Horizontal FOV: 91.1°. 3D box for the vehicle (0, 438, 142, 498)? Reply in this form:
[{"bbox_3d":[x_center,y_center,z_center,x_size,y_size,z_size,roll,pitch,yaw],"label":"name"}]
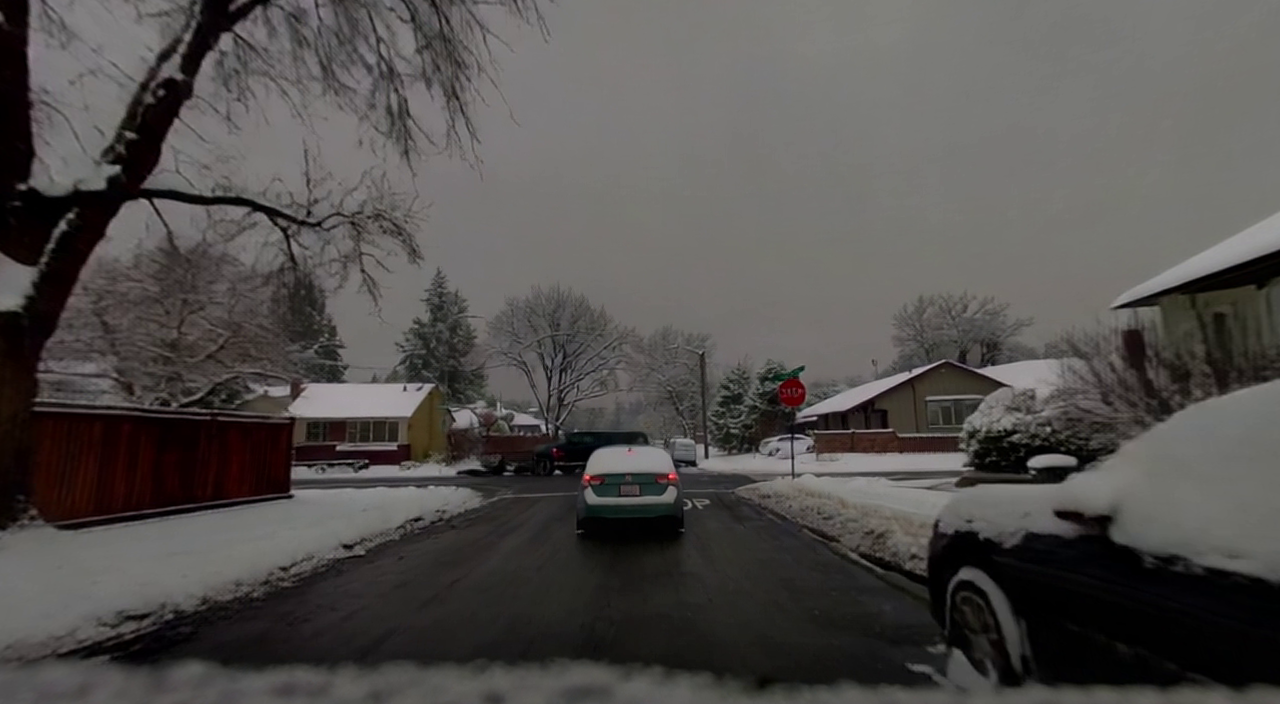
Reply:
[{"bbox_3d":[-20.872,4.102,22.265,4.603,1.858,2.191,-3,-8,2],"label":"vehicle"}]

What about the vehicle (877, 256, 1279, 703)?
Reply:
[{"bbox_3d":[2.582,0.709,1.547,2.179,1.813,4.815,0,-9,1],"label":"vehicle"}]

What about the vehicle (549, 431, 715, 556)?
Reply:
[{"bbox_3d":[-0.100,2.051,9.771,2.010,1.499,4.107,0,-9,0],"label":"vehicle"}]

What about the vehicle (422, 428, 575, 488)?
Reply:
[{"bbox_3d":[-5.656,4.118,24.670,6.308,2.057,2.353,-7,-11,38],"label":"vehicle"}]
